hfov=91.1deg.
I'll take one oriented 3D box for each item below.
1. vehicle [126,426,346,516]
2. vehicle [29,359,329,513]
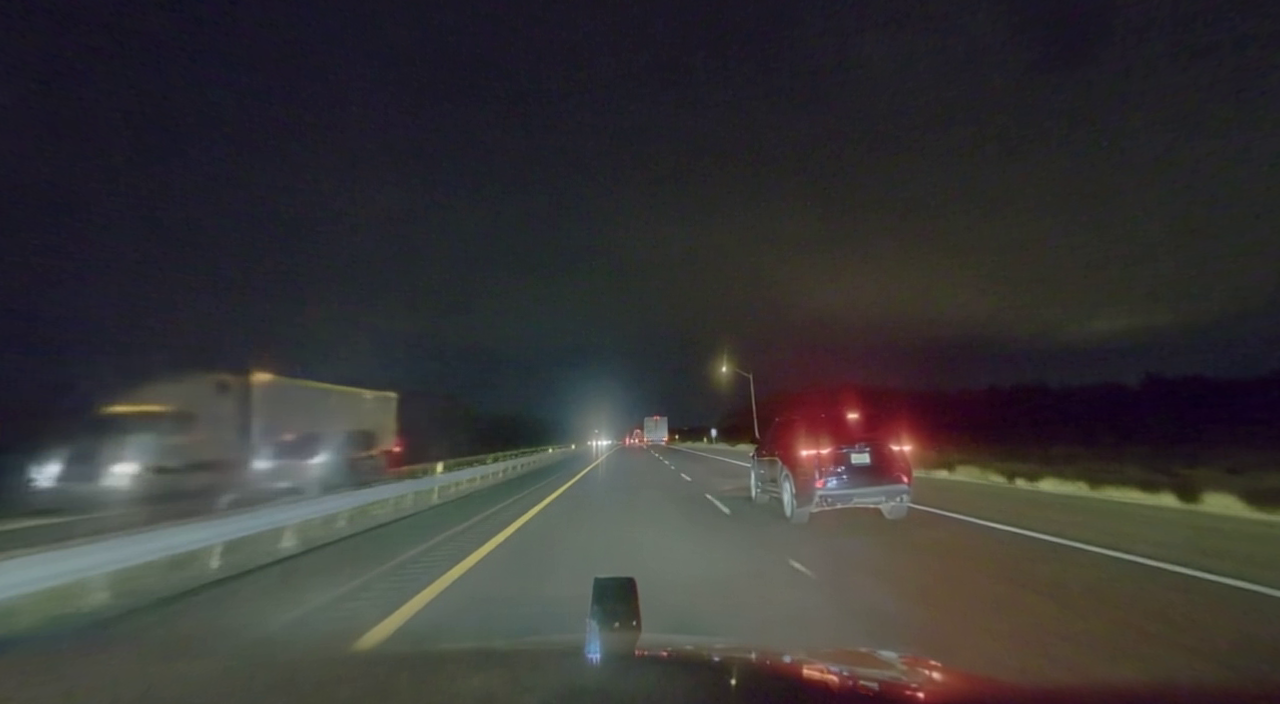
[{"bbox_3d":[-8.925,2.618,14.531,2.058,1.735,4.603,0,-8,-1],"label":"vehicle"},{"bbox_3d":[-13.105,2.536,19.398,2.653,3.576,8.959,-1,-7,-1],"label":"vehicle"}]
